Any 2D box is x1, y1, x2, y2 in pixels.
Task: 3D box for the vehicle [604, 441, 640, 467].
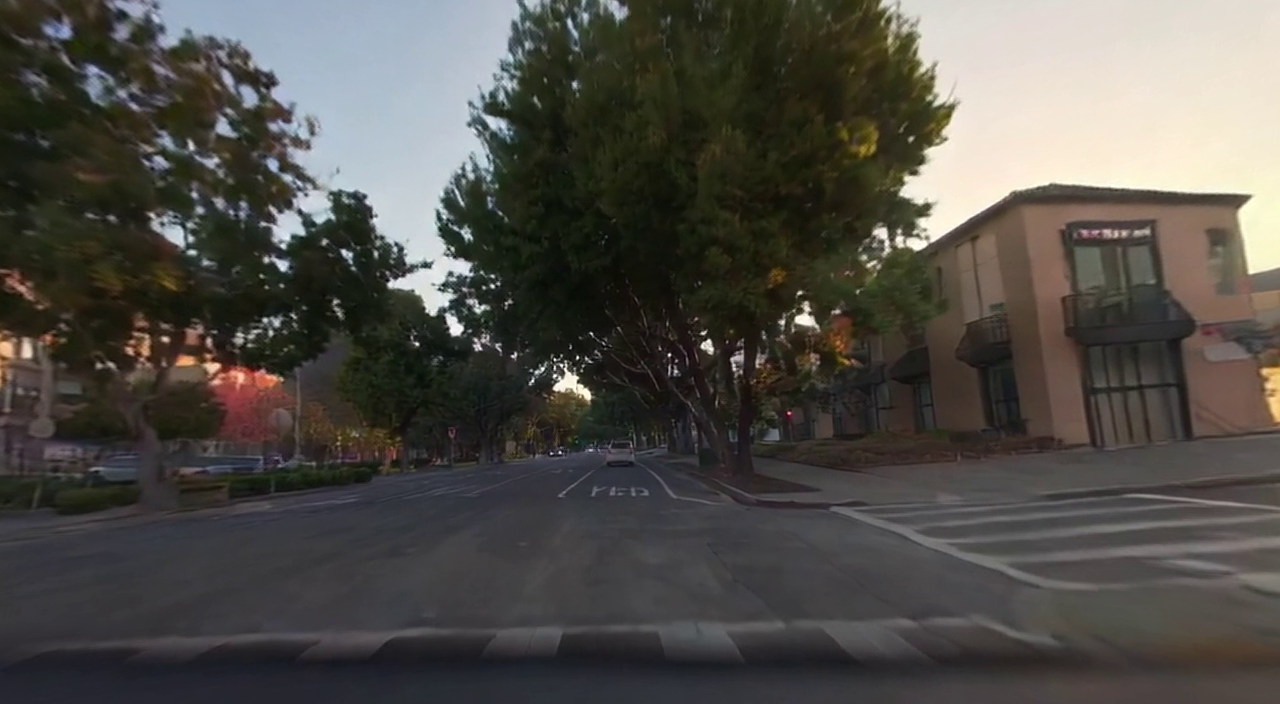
[{"bbox_3d":[-1.117,6.253,39.006,2.131,1.474,4.146,0,-8,-2],"label":"vehicle"}]
